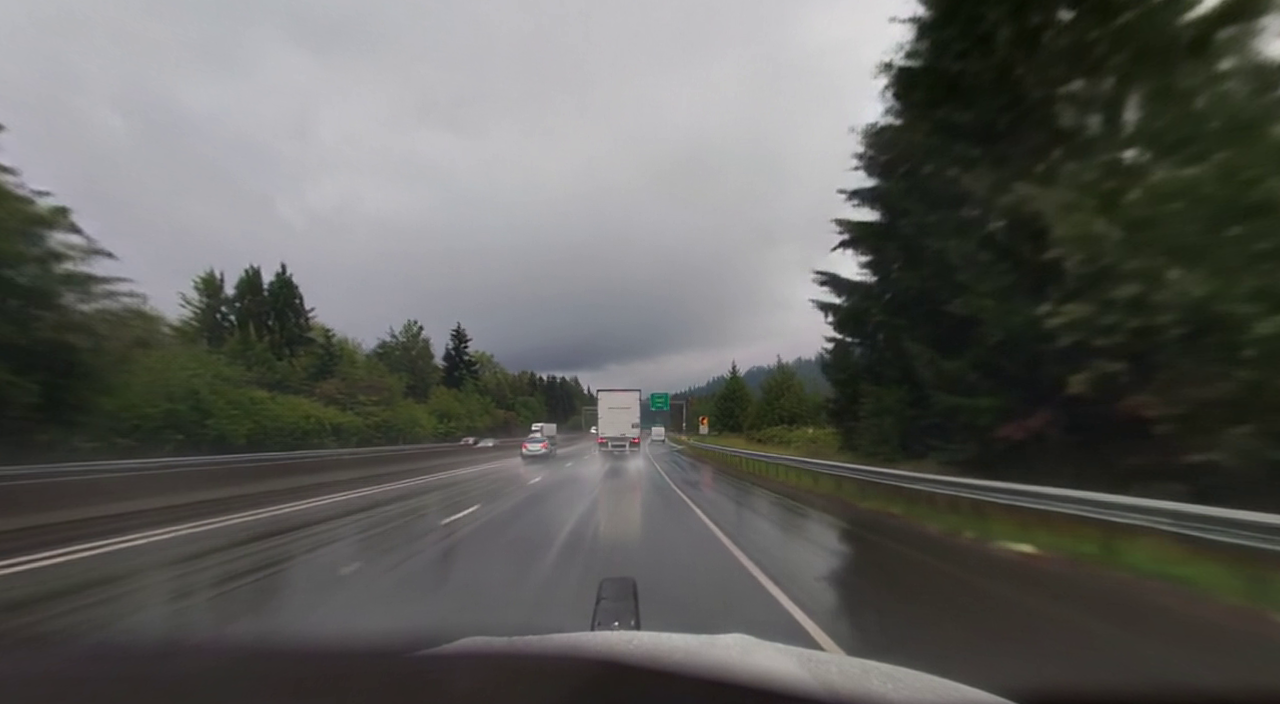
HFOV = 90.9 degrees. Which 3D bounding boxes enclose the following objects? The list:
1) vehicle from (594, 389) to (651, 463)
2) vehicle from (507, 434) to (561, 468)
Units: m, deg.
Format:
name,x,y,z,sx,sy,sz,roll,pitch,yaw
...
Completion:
name,x,y,z,sx,sy,sz,roll,pitch,yaw
vehicle,-0.998,4.332,36.209,2.855,3.741,8.587,0,-8,-2
vehicle,-5.038,4.725,30.384,1.931,1.479,4.083,0,-8,-1
